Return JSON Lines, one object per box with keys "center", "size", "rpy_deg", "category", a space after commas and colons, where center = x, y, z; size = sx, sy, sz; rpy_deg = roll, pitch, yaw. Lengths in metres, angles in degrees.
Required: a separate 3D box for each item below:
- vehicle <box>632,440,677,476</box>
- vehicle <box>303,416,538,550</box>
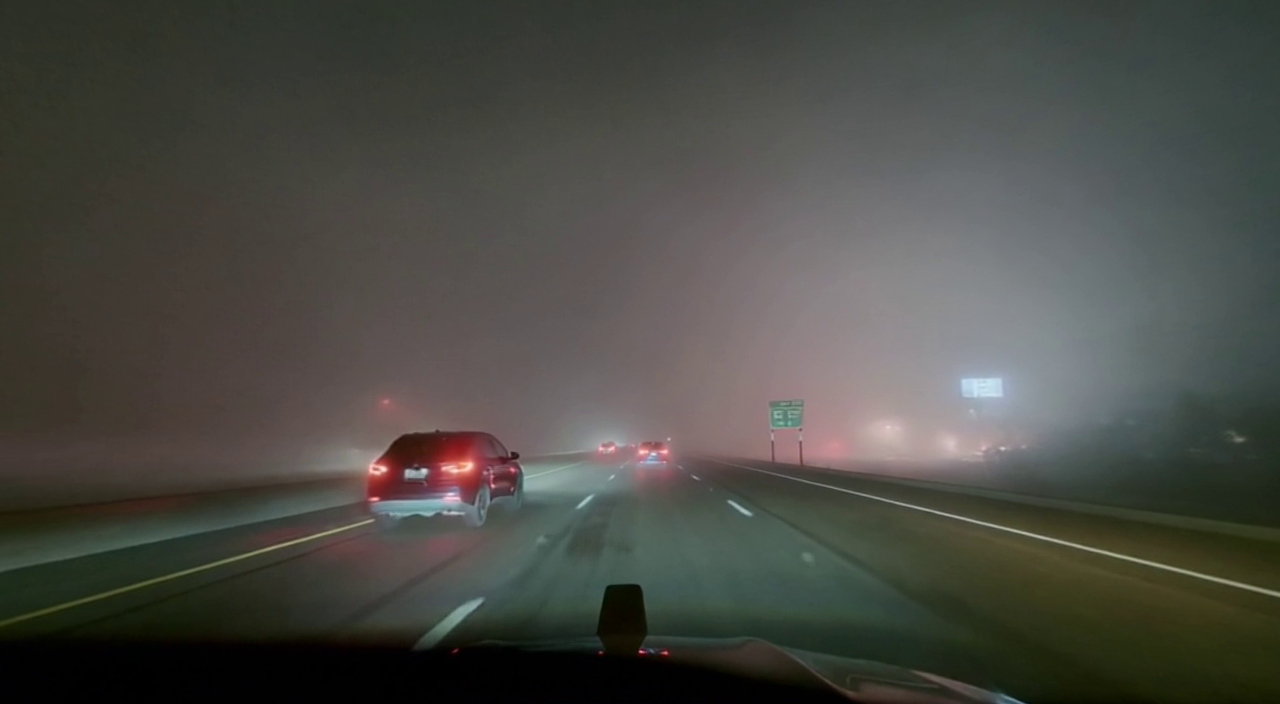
{"center": [0.660, 4.986, 29.892], "size": [2.000, 1.558, 3.945], "rpy_deg": [0, -8, 0], "category": "vehicle"}
{"center": [-3.293, 2.087, 10.751], "size": [2.239, 1.761, 4.620], "rpy_deg": [0, -8, 2], "category": "vehicle"}
